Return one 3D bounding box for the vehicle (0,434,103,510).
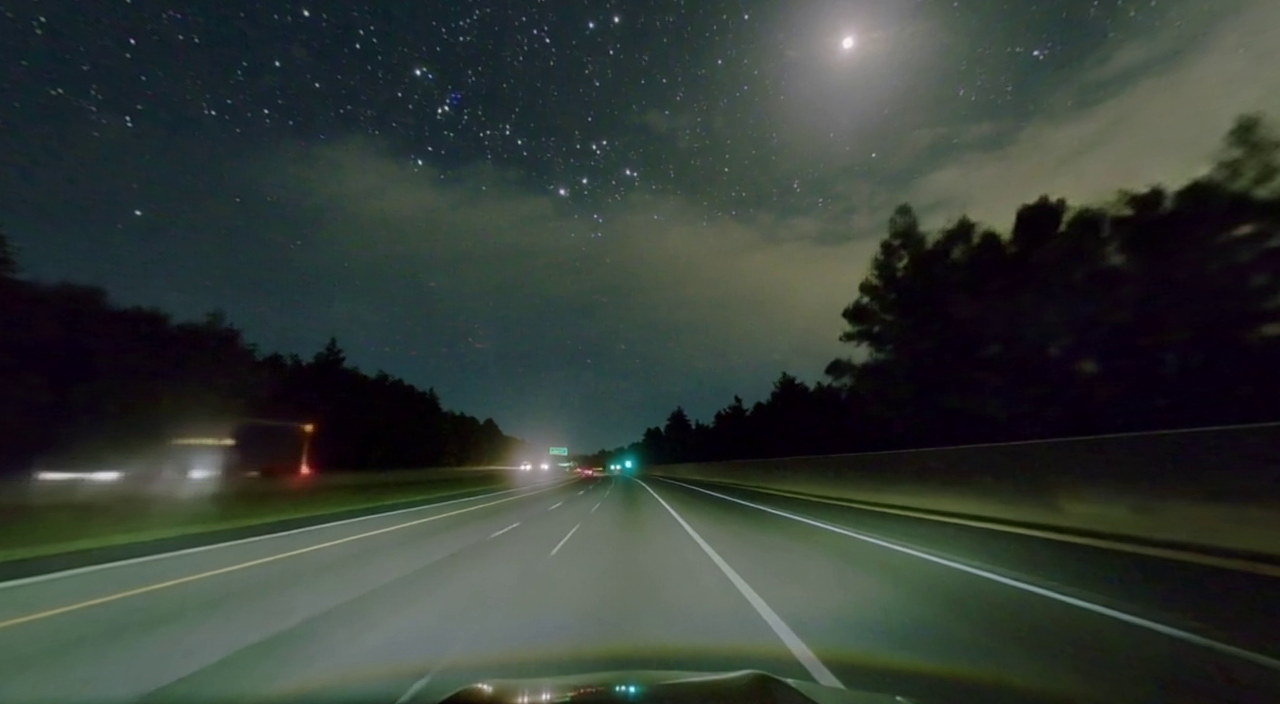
[{"bbox_3d":[-13.932,2.495,13.177,1.805,1.522,3.979,1,-11,0],"label":"vehicle"}]

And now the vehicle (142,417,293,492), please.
[{"bbox_3d":[-17.859,4.490,27.194,2.289,2.818,5.939,1,-11,0],"label":"vehicle"}]
